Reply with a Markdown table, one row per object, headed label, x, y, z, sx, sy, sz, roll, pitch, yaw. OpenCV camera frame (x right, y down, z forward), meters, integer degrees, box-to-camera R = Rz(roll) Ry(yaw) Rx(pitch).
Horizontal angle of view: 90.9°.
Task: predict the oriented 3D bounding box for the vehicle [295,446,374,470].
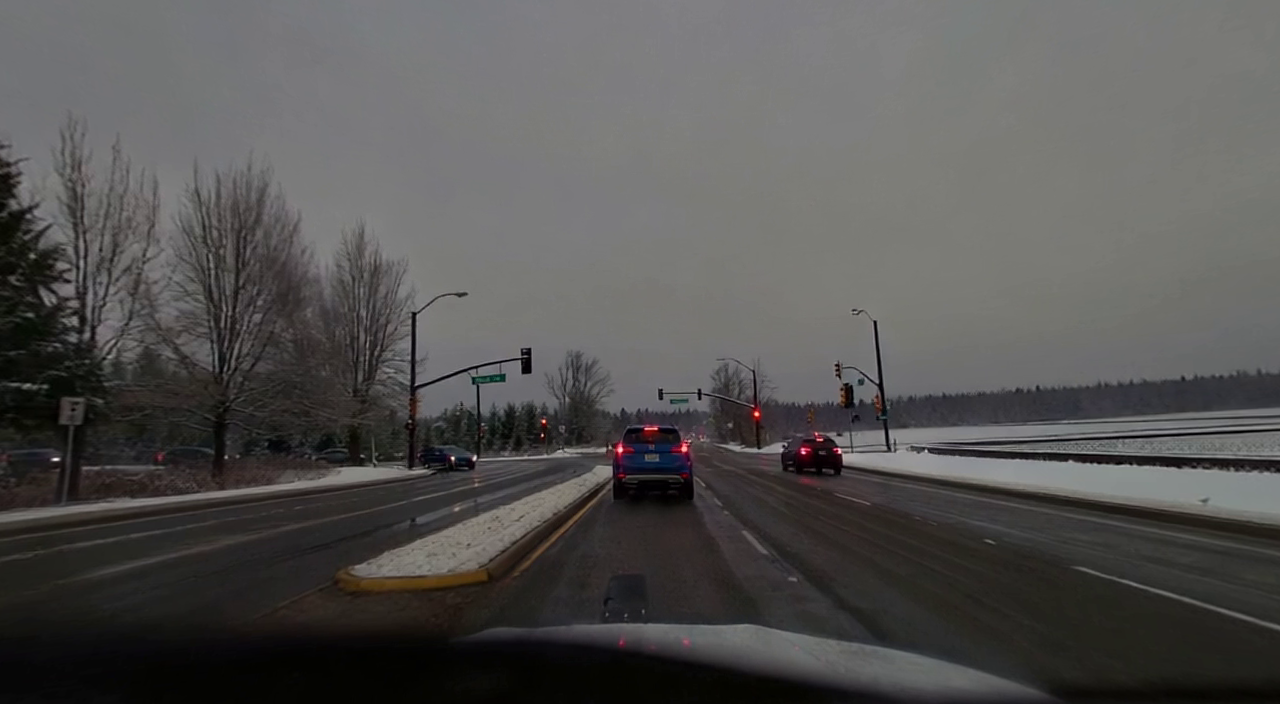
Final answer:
| label | x | y | z | sx | sy | sz | roll | pitch | yaw |
| --- | --- | --- | --- | --- | --- | --- | --- | --- | --- |
| vehicle | -21.578 | 7.468 | 44.579 | 4.510 | 1.606 | 2.192 | -2 | -8 | 10 |

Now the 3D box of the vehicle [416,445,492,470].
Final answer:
| label | x | y | z | sx | sy | sz | roll | pitch | yaw |
| --- | --- | --- | --- | --- | --- | --- | --- | --- | --- |
| vehicle | -11.936 | 6.687 | 40.376 | 4.707 | 1.480 | 2.425 | -7 | -11 | 40 |

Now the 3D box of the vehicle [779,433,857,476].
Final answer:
| label | x | y | z | sx | sy | sz | roll | pitch | yaw |
| --- | --- | --- | --- | --- | --- | --- | --- | --- | --- |
| vehicle | 7.407 | 4.306 | 26.710 | 2.012 | 1.636 | 4.352 | 0 | -8 | 0 |

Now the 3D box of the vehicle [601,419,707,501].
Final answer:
| label | x | y | z | sx | sy | sz | roll | pitch | yaw |
| --- | --- | --- | --- | --- | --- | --- | --- | --- | --- |
| vehicle | 0.326 | 2.672 | 15.883 | 2.298 | 1.770 | 4.138 | 0 | -8 | 1 |

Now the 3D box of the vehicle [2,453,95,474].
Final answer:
| label | x | y | z | sx | sy | sz | roll | pitch | yaw |
| --- | --- | --- | --- | --- | --- | --- | --- | --- | --- |
| vehicle | -42.835 | 8.081 | 45.739 | 4.559 | 1.458 | 2.265 | -1 | -8 | 3 |

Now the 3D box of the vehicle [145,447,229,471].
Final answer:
| label | x | y | z | sx | sy | sz | roll | pitch | yaw |
| --- | --- | --- | --- | --- | --- | --- | --- | --- | --- |
| vehicle | -33.323 | 7.899 | 46.475 | 4.608 | 1.680 | 2.026 | -1 | -8 | 3 |
